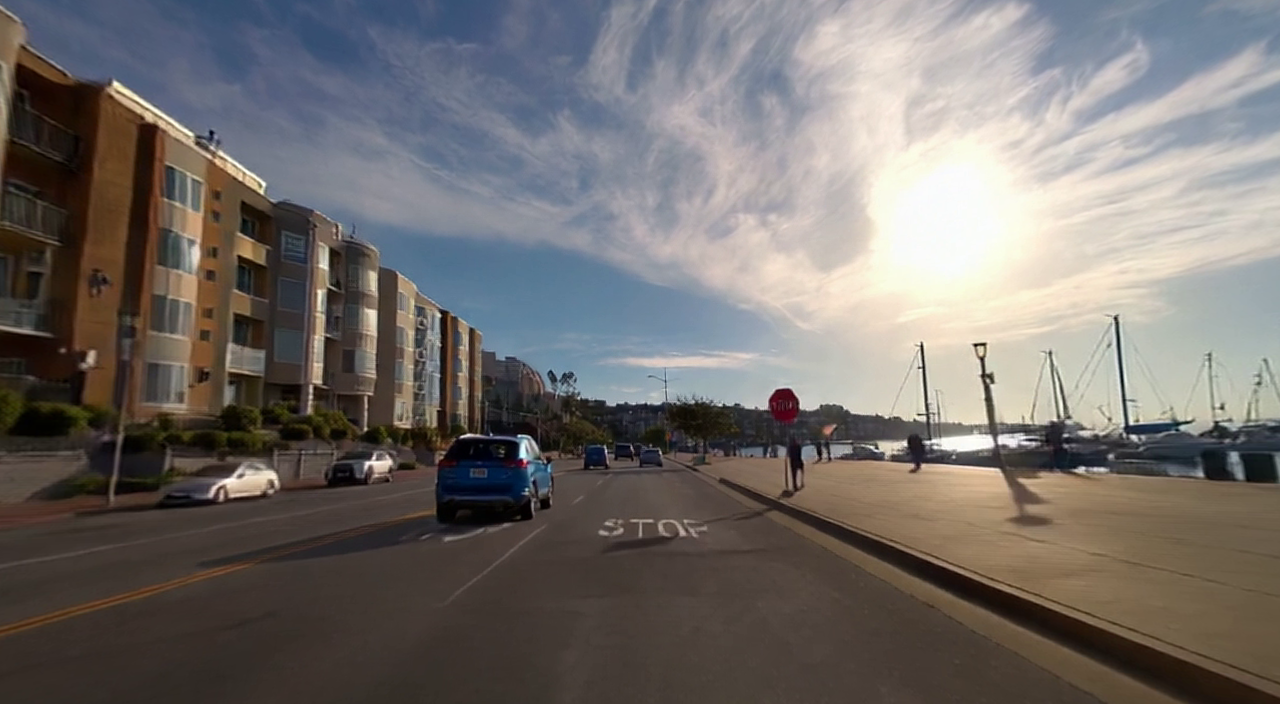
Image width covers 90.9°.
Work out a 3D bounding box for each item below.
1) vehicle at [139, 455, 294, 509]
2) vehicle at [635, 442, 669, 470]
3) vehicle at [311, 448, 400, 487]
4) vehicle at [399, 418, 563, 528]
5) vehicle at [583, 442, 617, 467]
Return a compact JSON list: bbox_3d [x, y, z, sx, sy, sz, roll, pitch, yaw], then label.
[{"bbox_3d":[-13.550,4.147,20.579,1.871,1.463,4.555,-1,-9,1],"label":"vehicle"},{"bbox_3d":[0.747,6.629,40.316,2.057,1.624,3.726,-1,-9,1],"label":"vehicle"},{"bbox_3d":[-13.442,5.449,30.130,2.117,1.703,4.373,-1,-9,2],"label":"vehicle"},{"bbox_3d":[-2.982,2.406,13.097,2.082,1.817,4.724,-1,-9,1],"label":"vehicle"},{"bbox_3d":[-2.874,7.455,45.919,2.056,1.680,4.205,-1,-9,2],"label":"vehicle"}]
